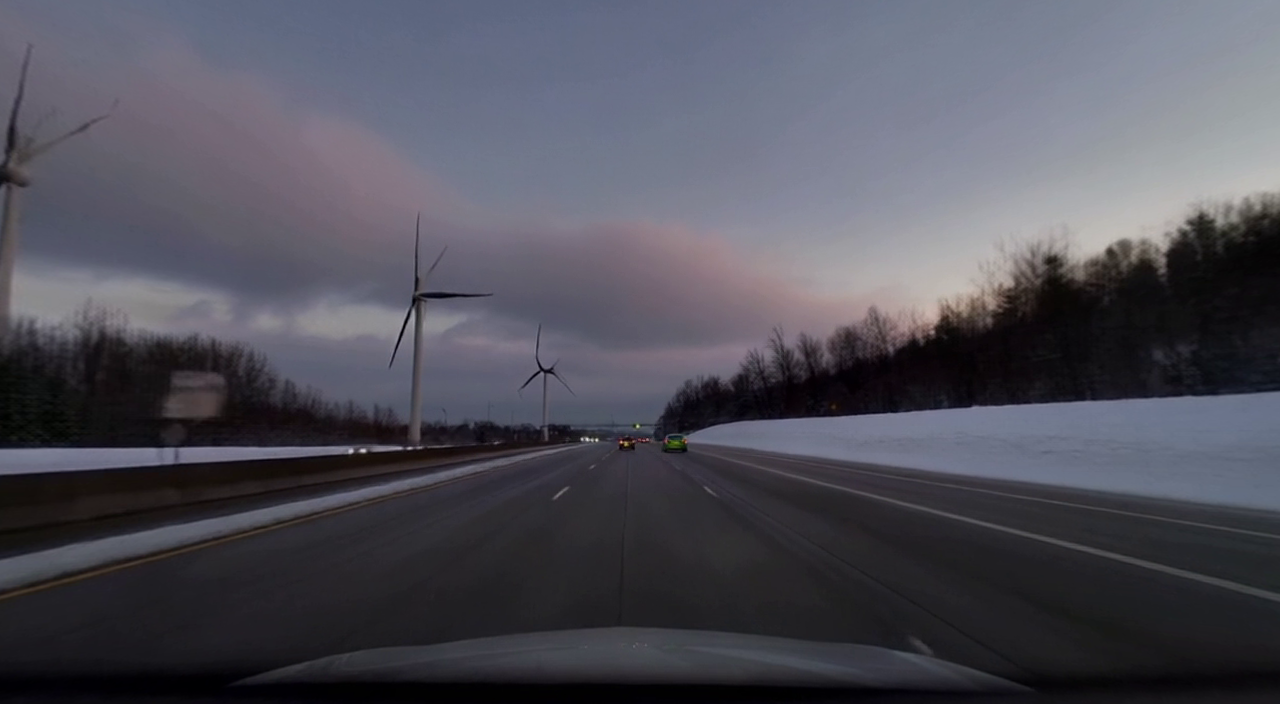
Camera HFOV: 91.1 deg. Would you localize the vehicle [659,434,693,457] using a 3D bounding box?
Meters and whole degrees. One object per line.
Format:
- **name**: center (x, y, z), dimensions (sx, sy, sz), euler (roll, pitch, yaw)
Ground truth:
- **vehicle**: center (2.560, 6.752, 45.614), dimensions (2.041, 1.551, 3.974), euler (0, -8, -3)
